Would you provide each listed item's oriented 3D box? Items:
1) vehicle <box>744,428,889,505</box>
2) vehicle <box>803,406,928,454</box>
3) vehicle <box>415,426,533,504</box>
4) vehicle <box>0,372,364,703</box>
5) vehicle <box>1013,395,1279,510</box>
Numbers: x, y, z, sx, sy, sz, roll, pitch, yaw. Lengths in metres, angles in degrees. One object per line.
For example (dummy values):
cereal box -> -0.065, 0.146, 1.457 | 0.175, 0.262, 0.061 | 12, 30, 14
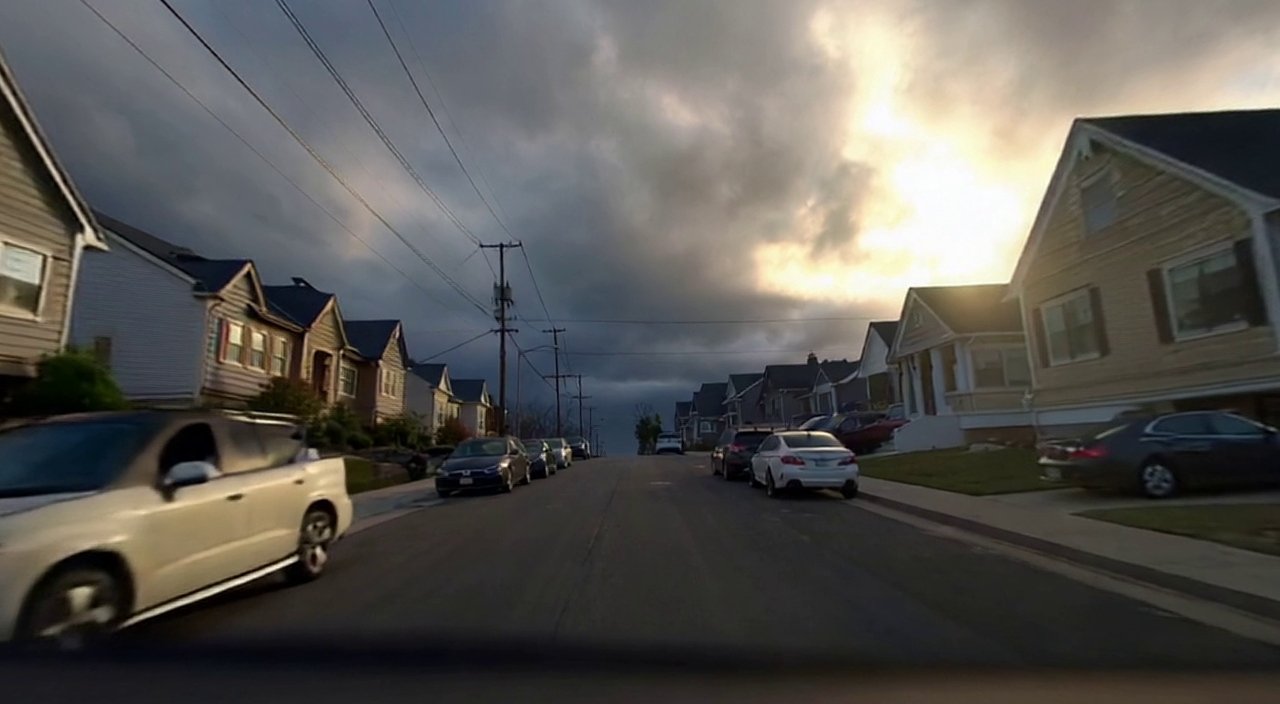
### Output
vehicle -> 3.625, 2.451, 13.928 | 2.083, 1.407, 4.506 | -1, -9, 3
vehicle -> 8.836, 3.101, 25.054 | 4.170, 1.811, 1.978 | 0, -9, -1
vehicle -> -4.358, 3.081, 17.371 | 2.031, 1.708, 4.746 | -3, -10, -1
vehicle -> -4.067, 1.227, 4.624 | 2.030, 1.733, 4.925 | -3, -7, -2
vehicle -> 9.089, 1.549, 10.157 | 4.881, 1.513, 2.008 | -2, -8, -3
